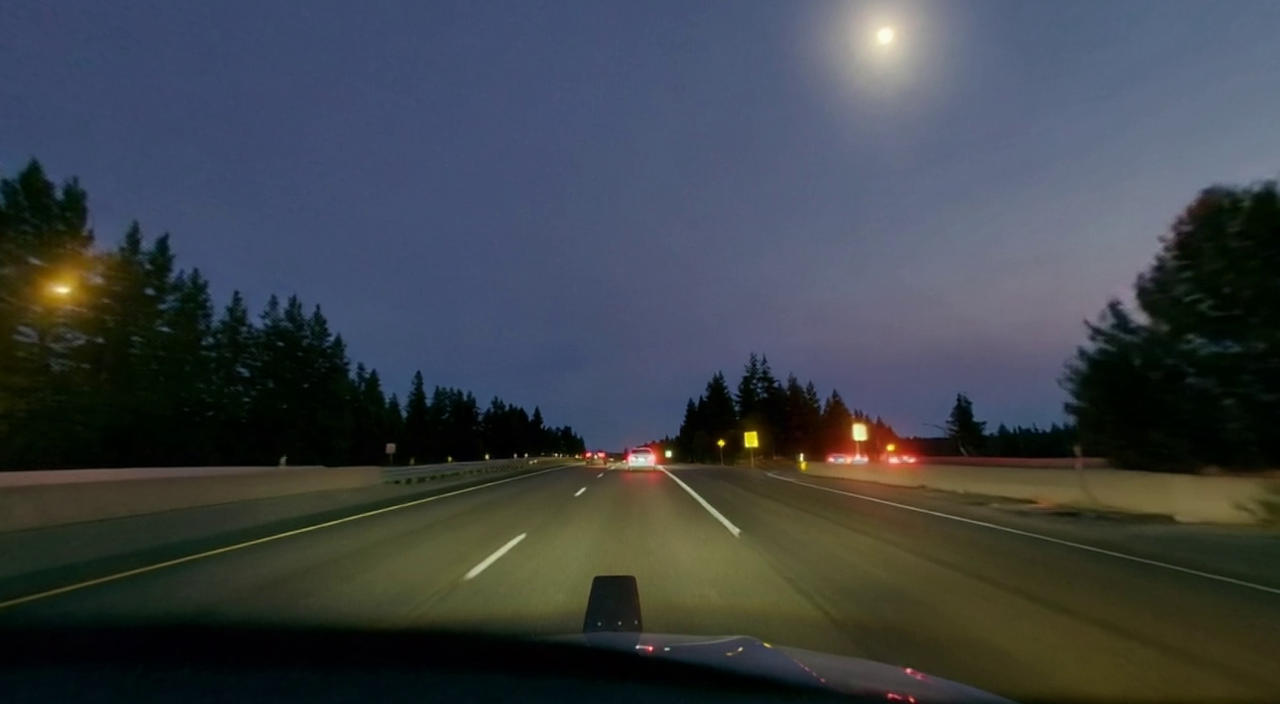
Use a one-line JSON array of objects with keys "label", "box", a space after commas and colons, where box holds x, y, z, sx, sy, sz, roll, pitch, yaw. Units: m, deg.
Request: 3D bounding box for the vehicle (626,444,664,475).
[{"label": "vehicle", "box": [0.280, 6.363, 37.418, 2.130, 1.684, 3.826, 0, -9, 0]}]
